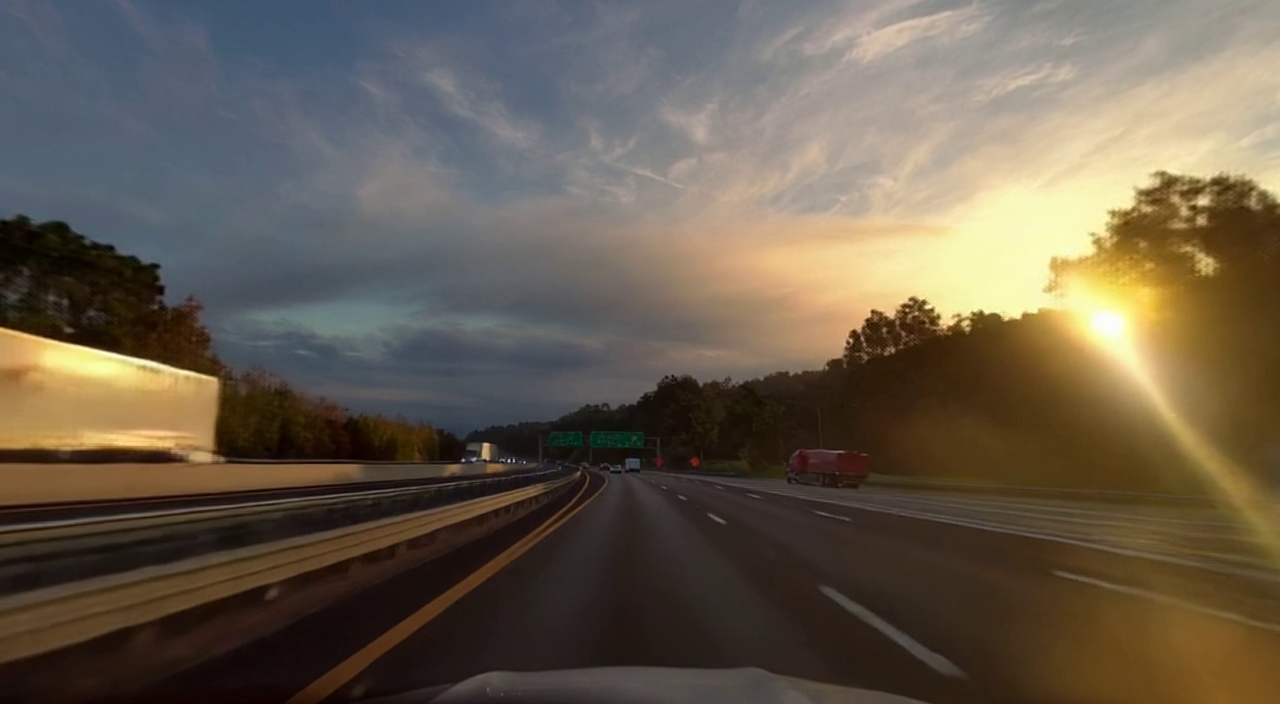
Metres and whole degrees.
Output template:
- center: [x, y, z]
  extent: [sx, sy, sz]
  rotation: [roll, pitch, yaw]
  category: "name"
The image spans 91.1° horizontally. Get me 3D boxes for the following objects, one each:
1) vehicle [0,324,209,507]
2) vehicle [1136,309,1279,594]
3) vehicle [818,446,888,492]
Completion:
- center: [-15.069, 1.539, 14.459]
  extent: [2.812, 3.834, 10.802]
  rotation: [1, -10, -2]
  category: "vehicle"
- center: [8.253, 0.841, 5.363]
  extent: [2.616, 3.039, 6.382]
  rotation: [2, -10, -1]
  category: "vehicle"
- center: [16.310, 9.017, 48.642]
  extent: [2.827, 3.120, 6.502]
  rotation: [5, -10, -3]
  category: "vehicle"
